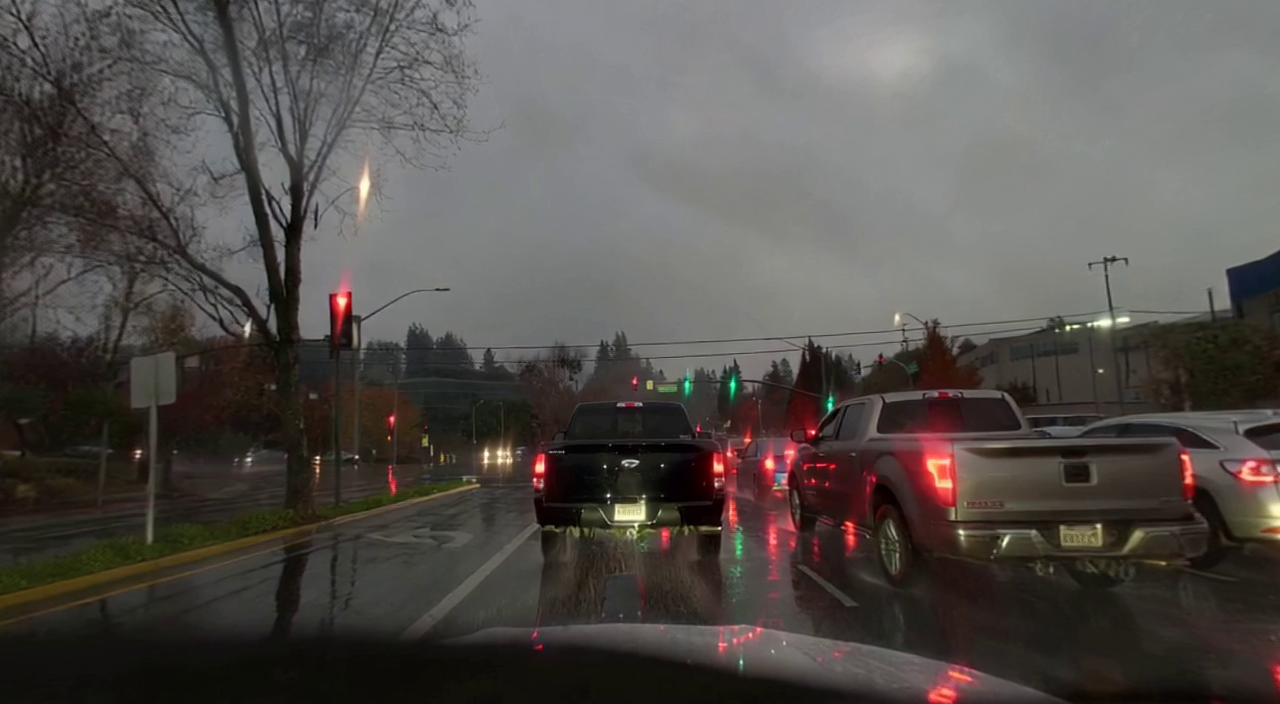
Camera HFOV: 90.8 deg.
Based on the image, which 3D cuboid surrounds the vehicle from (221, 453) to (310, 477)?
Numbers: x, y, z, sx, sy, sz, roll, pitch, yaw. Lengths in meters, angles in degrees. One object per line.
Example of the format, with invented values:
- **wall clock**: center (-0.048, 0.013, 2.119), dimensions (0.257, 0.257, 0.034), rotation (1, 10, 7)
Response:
- **vehicle**: center (-24.860, 7.523, 42.113), dimensions (4.610, 1.482, 1.940), rotation (1, -9, -10)

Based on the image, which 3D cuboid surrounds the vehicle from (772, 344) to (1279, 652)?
- **vehicle**: center (3.312, 1.333, 6.922), dimensions (2.412, 1.953, 5.682), rotation (0, -9, -1)

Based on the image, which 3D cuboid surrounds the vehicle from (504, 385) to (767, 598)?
- **vehicle**: center (-0.062, 1.570, 8.005), dimensions (2.240, 1.821, 5.001), rotation (0, -9, -1)

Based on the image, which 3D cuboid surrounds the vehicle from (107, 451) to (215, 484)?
- **vehicle**: center (-26.378, 6.334, 35.018), dimensions (4.437, 1.669, 1.936), rotation (5, -10, -30)
